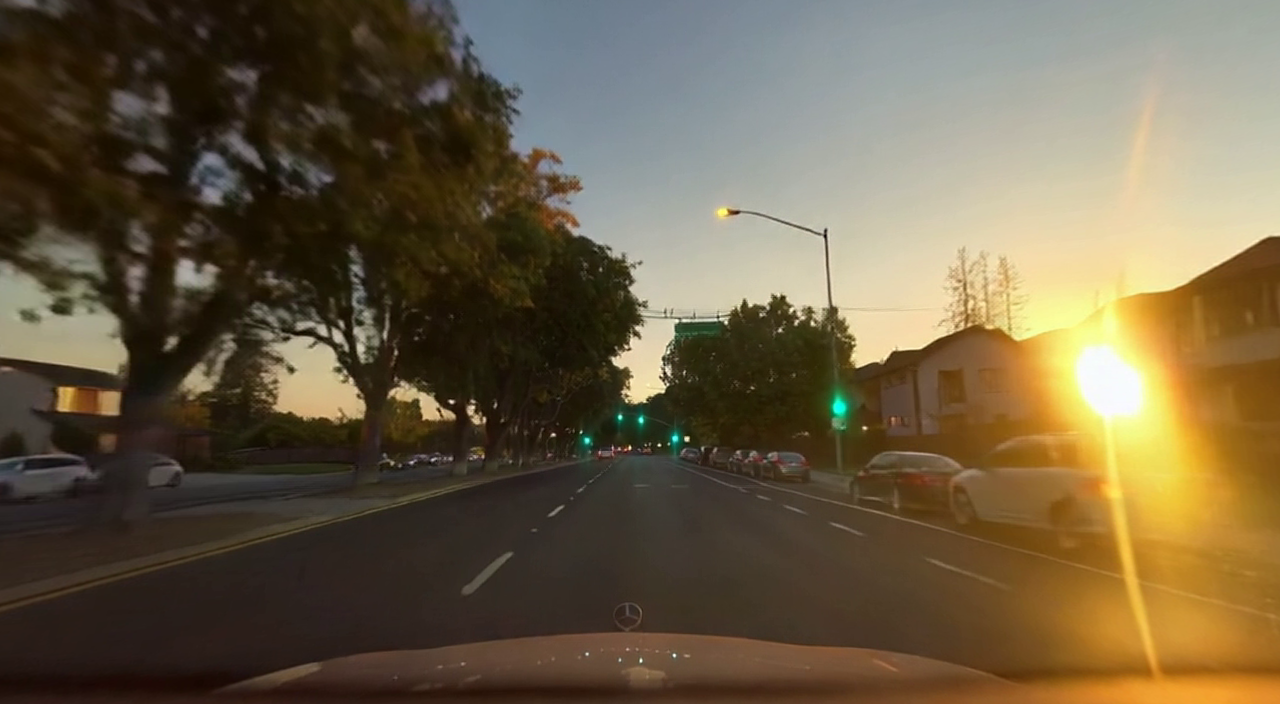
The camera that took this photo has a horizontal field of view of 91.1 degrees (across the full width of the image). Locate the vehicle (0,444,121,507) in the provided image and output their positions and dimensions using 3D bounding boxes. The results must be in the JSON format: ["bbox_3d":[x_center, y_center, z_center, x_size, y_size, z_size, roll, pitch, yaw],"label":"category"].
[{"bbox_3d":[-21.519,4.234,21.839,2.196,1.854,5.677,-1,-7,-1],"label":"vehicle"}]

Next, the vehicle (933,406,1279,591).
[{"bbox_3d":[6.417,1.858,8.884,2.032,1.844,4.964,0,-9,-1],"label":"vehicle"}]

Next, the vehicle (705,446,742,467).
[{"bbox_3d":[6.094,7.713,46.463,1.945,1.481,4.421,1,-9,-3],"label":"vehicle"}]

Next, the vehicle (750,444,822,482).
[{"bbox_3d":[6.336,4.879,27.866,1.922,1.494,4.772,0,-9,-2],"label":"vehicle"}]

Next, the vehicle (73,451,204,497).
[{"bbox_3d":[-21.725,5.248,27.508,1.965,1.523,4.798,-1,-6,-2],"label":"vehicle"}]
